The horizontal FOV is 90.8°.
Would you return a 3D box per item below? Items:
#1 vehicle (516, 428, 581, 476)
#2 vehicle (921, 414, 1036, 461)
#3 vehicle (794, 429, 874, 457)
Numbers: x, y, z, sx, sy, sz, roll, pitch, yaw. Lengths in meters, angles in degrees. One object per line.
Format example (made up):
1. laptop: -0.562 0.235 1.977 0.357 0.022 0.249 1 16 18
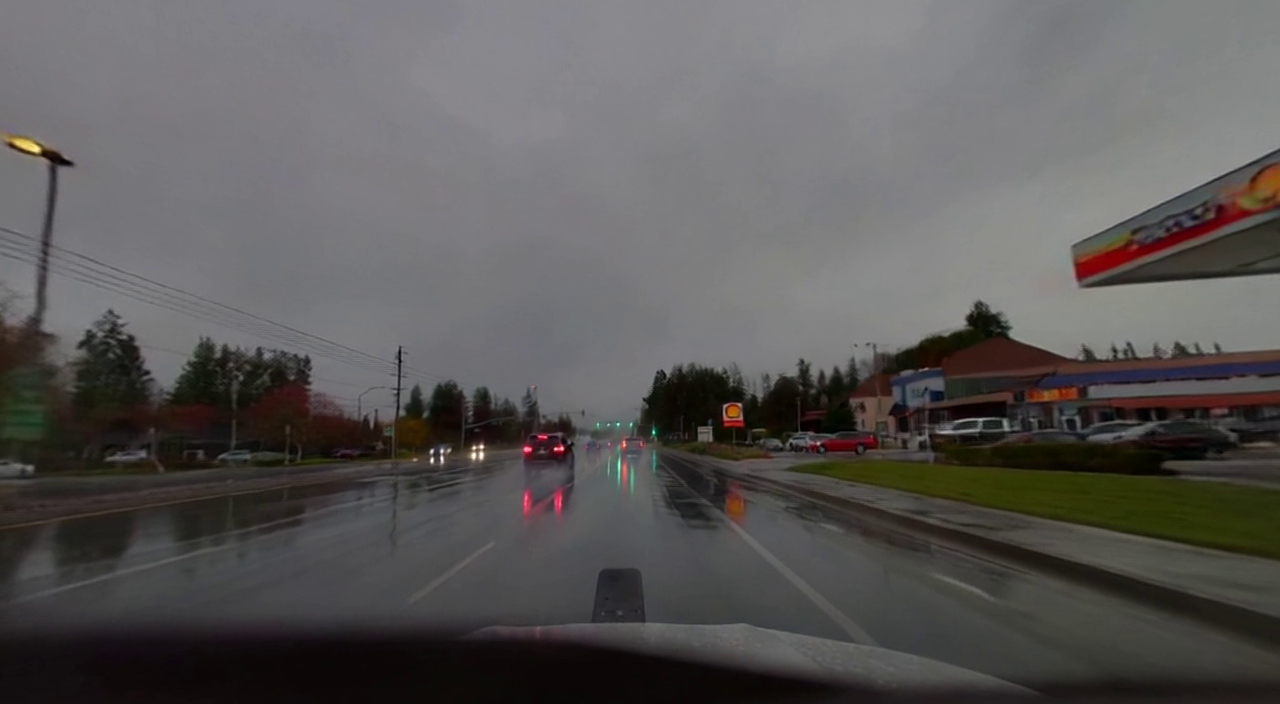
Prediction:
1. vehicle: -3.648 4.080 26.003 1.985 1.772 4.479 0 -8 0
2. vehicle: 14.347 3.706 27.196 2.041 1.793 5.054 0 -8 -2
3. vehicle: 12.873 6.069 42.093 4.612 1.491 2.061 -4 -8 2
